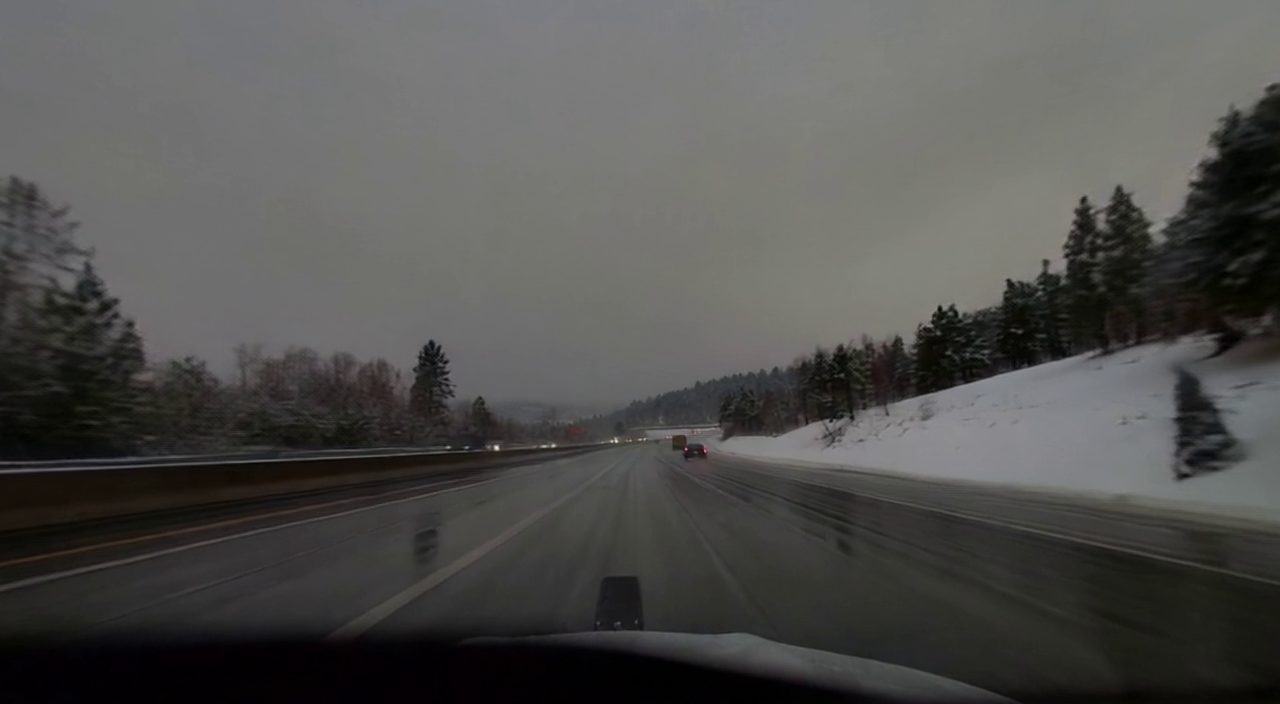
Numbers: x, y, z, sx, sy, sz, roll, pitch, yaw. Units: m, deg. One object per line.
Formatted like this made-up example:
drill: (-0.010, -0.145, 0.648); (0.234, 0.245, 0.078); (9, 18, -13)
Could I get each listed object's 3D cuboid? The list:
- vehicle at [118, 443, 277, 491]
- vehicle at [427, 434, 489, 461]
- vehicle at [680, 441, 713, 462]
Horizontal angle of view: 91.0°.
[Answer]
vehicle: (-14.946, 3.873, 21.683); (1.942, 1.449, 4.688); (0, -8, 2)
vehicle: (-13.833, 7.332, 48.401); (2.671, 1.976, 6.166); (-1, -8, 3)
vehicle: (4.121, 7.369, 46.620); (1.943, 1.490, 4.246); (0, -8, -1)
